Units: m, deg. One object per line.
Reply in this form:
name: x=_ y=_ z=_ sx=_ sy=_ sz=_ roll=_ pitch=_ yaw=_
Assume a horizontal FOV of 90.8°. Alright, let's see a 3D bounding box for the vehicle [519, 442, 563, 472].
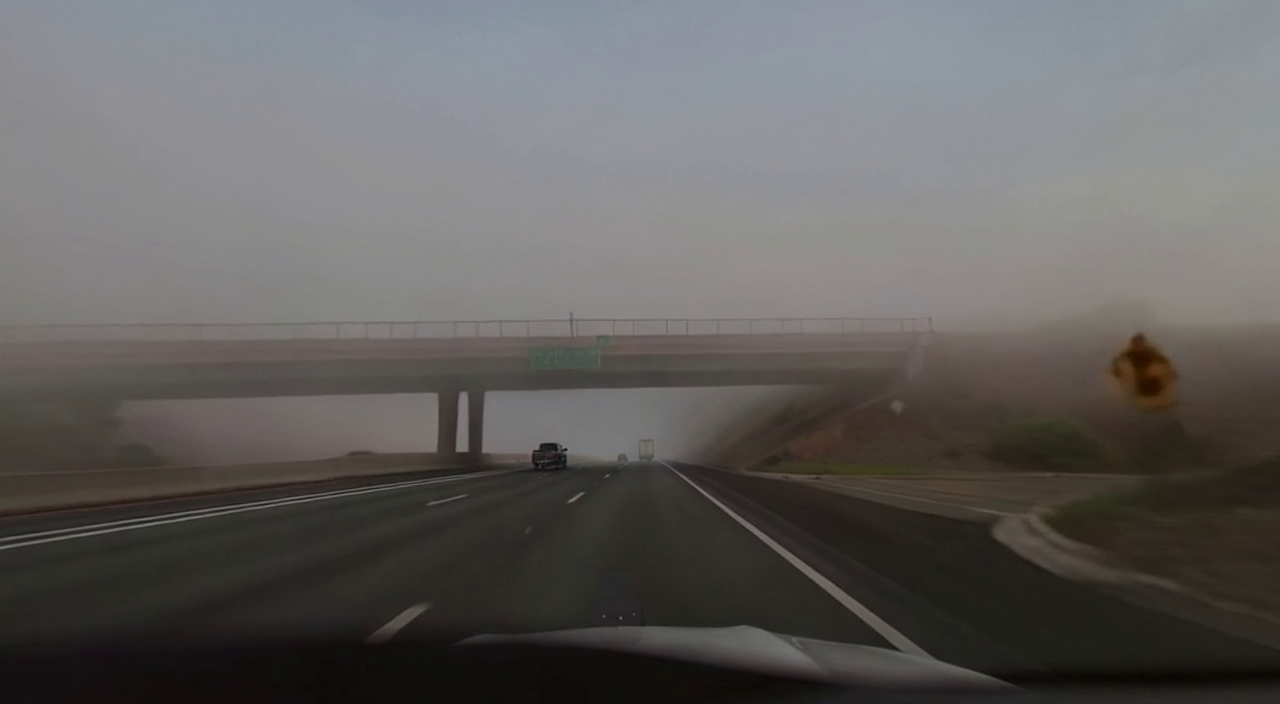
vehicle: x=-6.709 y=7.210 z=43.469 sx=2.232 sy=1.947 sz=5.180 roll=0 pitch=-9 yaw=0
